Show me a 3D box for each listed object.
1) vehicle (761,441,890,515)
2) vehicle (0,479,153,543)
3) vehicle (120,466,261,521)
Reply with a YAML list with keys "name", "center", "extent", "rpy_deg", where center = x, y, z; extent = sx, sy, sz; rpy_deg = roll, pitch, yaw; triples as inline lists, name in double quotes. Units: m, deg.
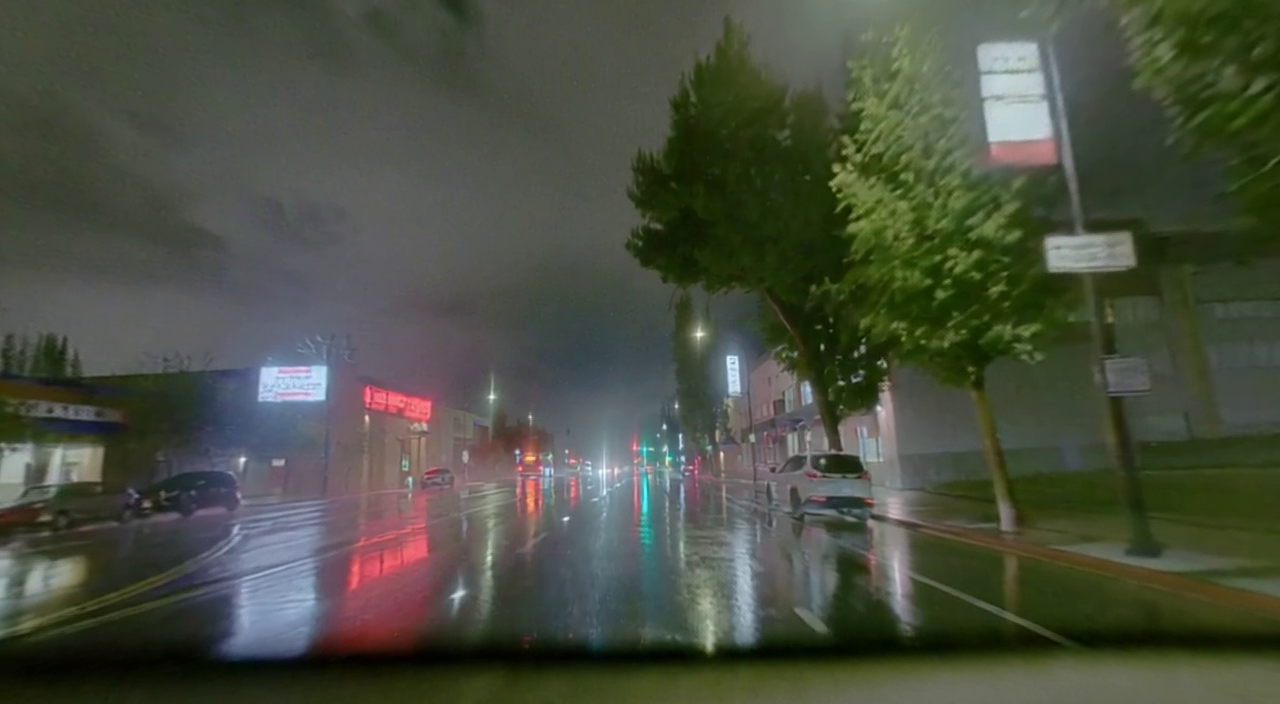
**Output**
- name: "vehicle"
  center: [5.158, 3.590, 18.471]
  extent: [2.241, 1.832, 5.234]
  rpy_deg: [0, -9, 1]
- name: "vehicle"
  center: [-17.331, 4.672, 18.965]
  extent: [1.767, 1.487, 4.265]
  rpy_deg: [0, -9, 3]
- name: "vehicle"
  center: [-17.478, 5.473, 24.852]
  extent: [1.920, 1.796, 4.710]
  rpy_deg: [0, -9, 2]
